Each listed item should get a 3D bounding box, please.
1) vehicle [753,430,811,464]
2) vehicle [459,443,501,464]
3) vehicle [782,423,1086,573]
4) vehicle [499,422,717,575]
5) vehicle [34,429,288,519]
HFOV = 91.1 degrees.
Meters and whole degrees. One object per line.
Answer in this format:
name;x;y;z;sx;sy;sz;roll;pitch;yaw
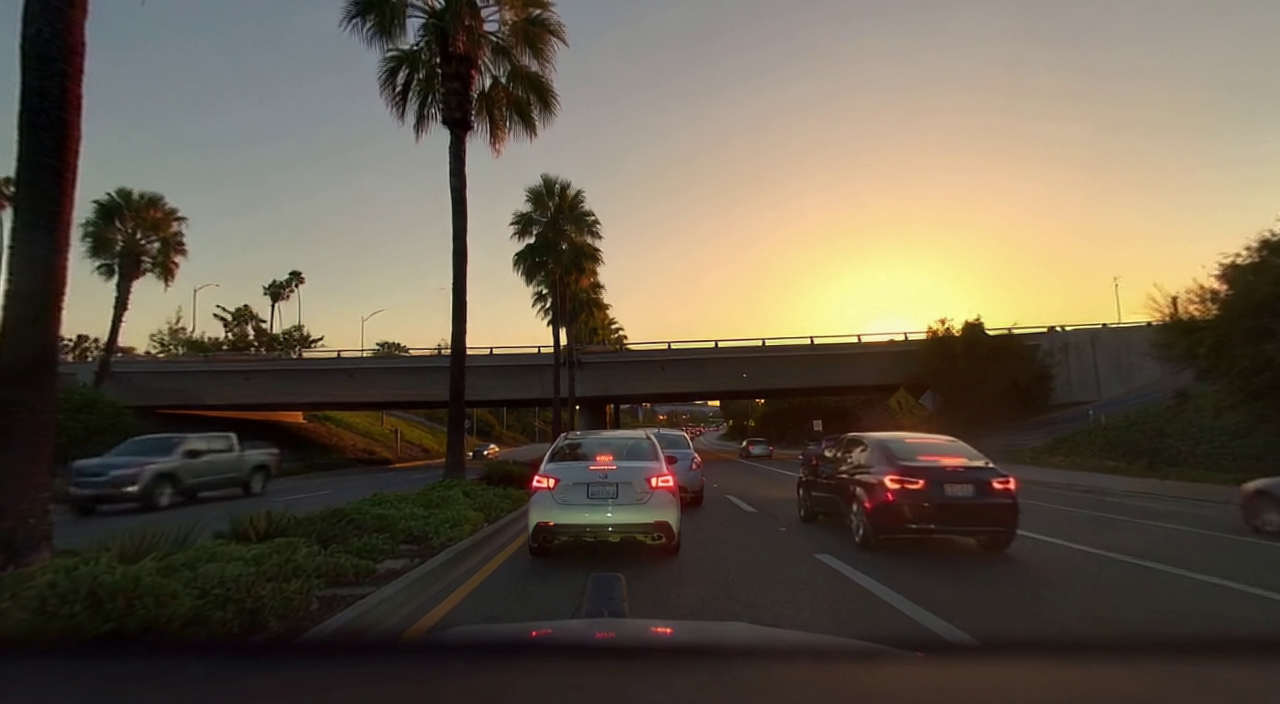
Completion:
vehicle;8.088;5.494;36.275;2.242;1.817;4.837;0;-9;0
vehicle;-12.302;7.808;48.529;1.933;1.486;4.449;0;-8;1
vehicle;3.562;1.858;8.907;2.034;1.517;4.840;0;-9;1
vehicle;-0.261;1.760;8.319;2.172;1.506;4.018;0;-9;2
vehicle;-12.582;3.219;17.250;2.386;1.943;5.700;-3;-9;2
